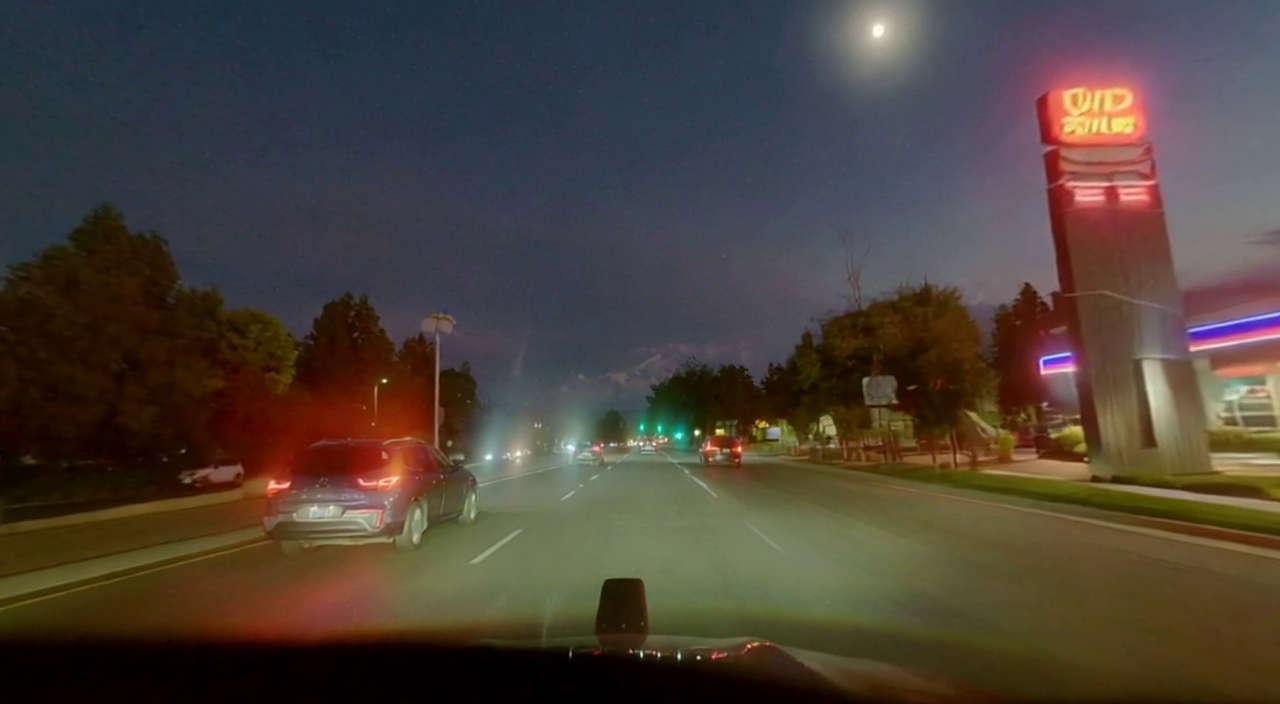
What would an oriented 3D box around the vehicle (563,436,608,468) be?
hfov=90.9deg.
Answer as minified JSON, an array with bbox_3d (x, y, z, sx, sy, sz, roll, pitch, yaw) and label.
[{"bbox_3d":[-2.955,5.504,34.899,2.026,1.665,4.193,0,-8,1],"label":"vehicle"}]

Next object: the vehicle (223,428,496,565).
[{"bbox_3d":[-3.584,1.909,9.142,1.908,1.481,4.351,0,-8,1],"label":"vehicle"}]

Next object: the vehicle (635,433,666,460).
[{"bbox_3d":[0.782,7.035,46.804,2.193,1.873,4.033,0,-8,0],"label":"vehicle"}]

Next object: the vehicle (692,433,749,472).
[{"bbox_3d":[3.424,4.344,27.384,1.922,1.579,3.642,0,-8,-1],"label":"vehicle"}]

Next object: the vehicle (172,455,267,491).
[{"bbox_3d":[-22.522,6.469,34.006,1.951,1.691,4.483,0,-9,1],"label":"vehicle"}]
